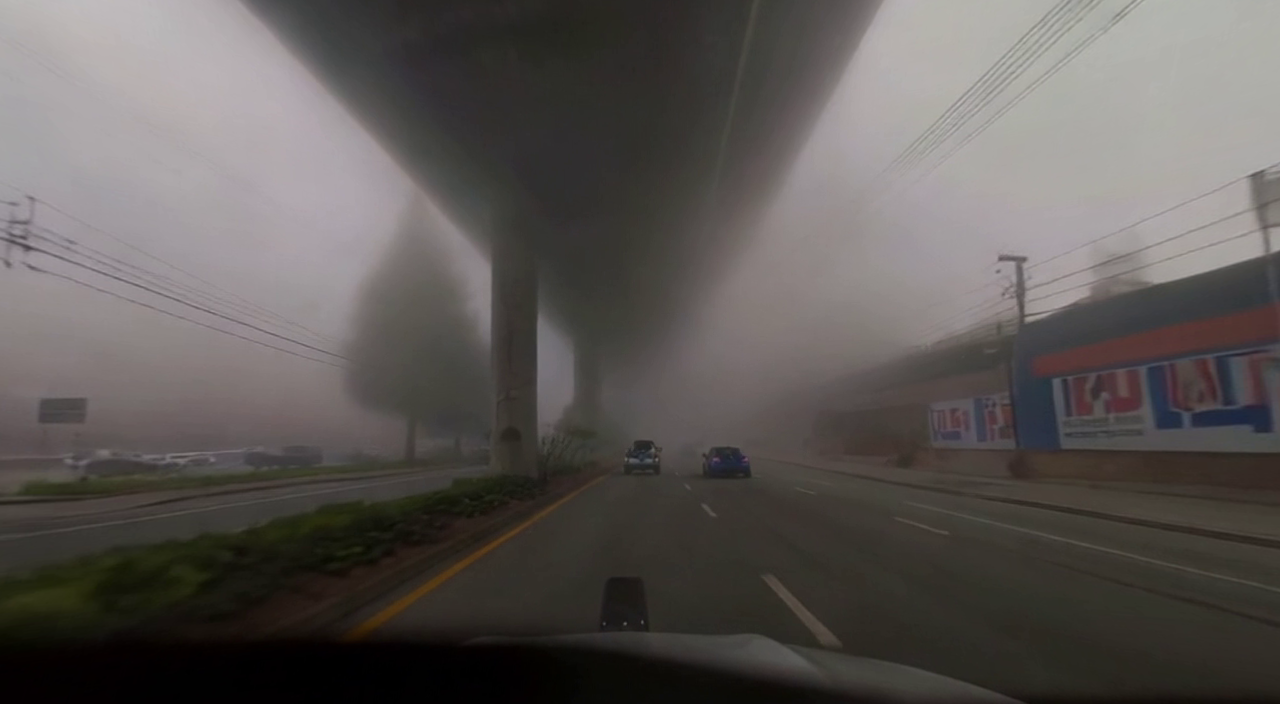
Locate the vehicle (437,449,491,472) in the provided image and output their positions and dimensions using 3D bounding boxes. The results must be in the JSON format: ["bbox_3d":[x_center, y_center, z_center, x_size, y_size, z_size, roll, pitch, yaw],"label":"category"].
[{"bbox_3d":[-12.548,7.743,45.225,1.995,1.472,4.704,-1,-9,8],"label":"vehicle"}]

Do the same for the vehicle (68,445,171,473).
[{"bbox_3d":[-33.612,6.910,40.836,4.540,1.717,2.066,2,-9,-13],"label":"vehicle"}]

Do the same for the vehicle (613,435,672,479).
[{"bbox_3d":[0.168,4.713,28.465,2.441,1.813,4.581,0,-9,1],"label":"vehicle"}]

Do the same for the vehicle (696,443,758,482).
[{"bbox_3d":[3.556,4.594,26.568,1.954,1.479,4.557,0,-9,0],"label":"vehicle"}]
